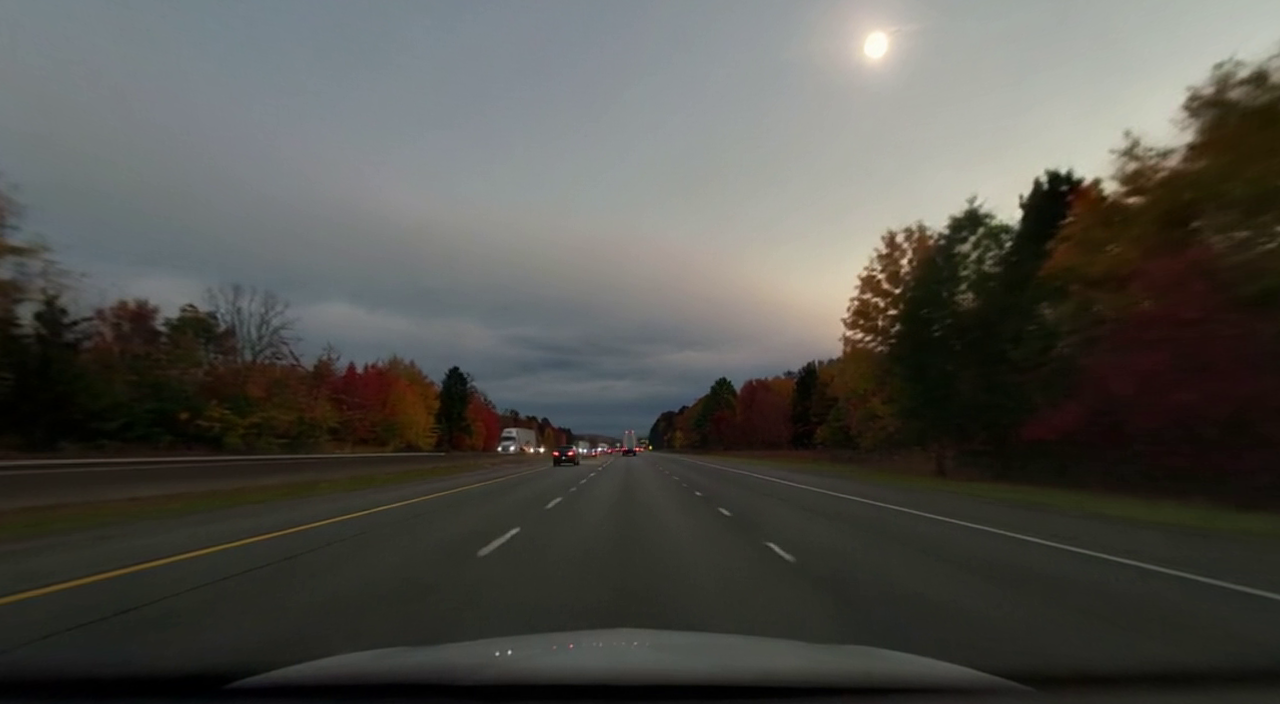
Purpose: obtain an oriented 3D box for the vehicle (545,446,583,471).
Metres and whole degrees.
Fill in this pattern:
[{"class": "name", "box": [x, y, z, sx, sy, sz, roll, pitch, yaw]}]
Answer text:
[{"class": "vehicle", "box": [-4.662, 6.619, 39.082, 1.963, 1.475, 3.665, 0, -9, -1]}]
